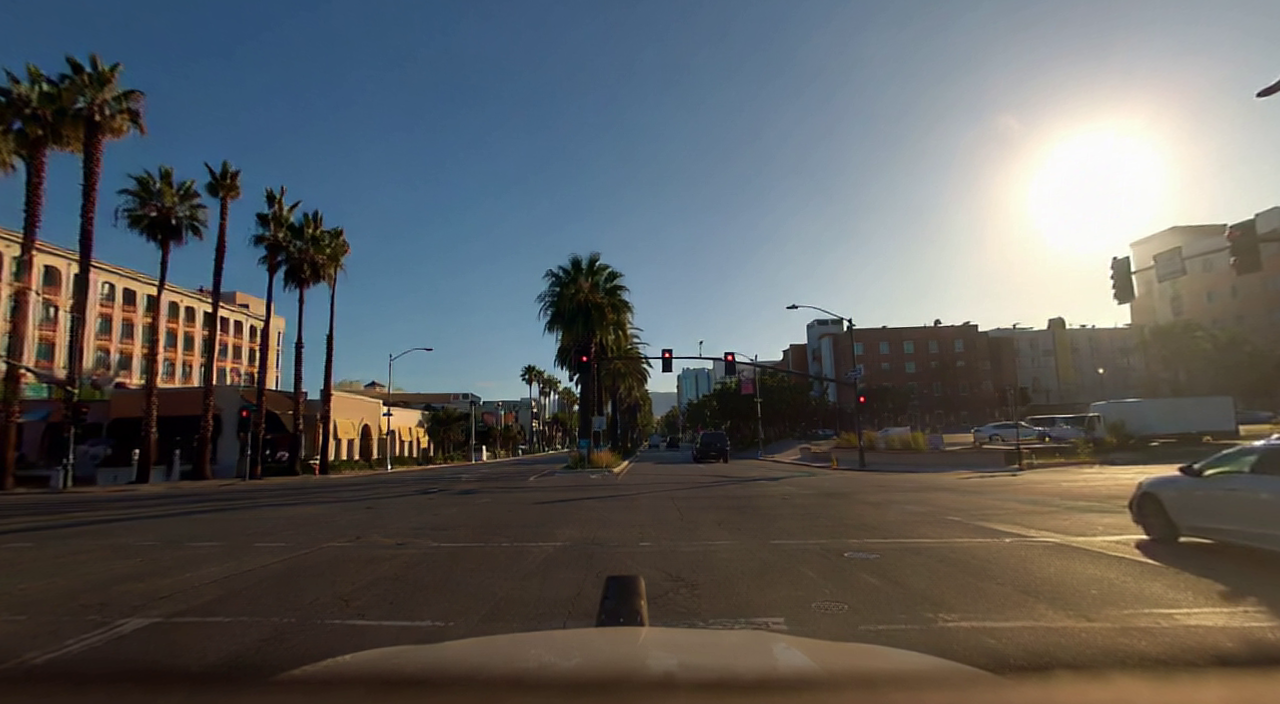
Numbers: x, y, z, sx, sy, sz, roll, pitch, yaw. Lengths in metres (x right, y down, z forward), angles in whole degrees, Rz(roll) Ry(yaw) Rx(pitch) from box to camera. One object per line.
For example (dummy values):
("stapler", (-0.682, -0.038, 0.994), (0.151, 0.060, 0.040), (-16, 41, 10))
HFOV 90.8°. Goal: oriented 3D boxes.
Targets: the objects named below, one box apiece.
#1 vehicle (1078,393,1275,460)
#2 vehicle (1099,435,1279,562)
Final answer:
("vehicle", (32.613, 4.726, 39.339), (2.863, 3.609, 10.252), (0, -8, -3))
("vehicle", (8.461, 1.756, 7.667), (2.003, 1.475, 4.520), (1, -9, -8))
